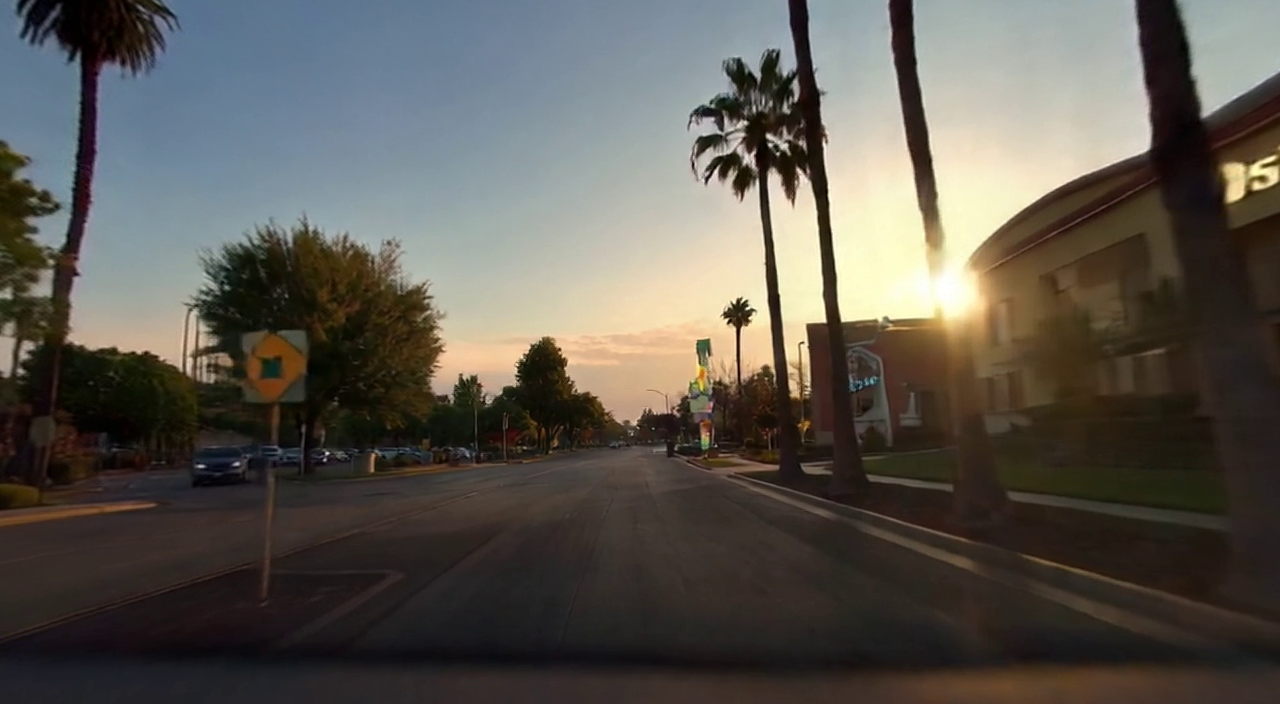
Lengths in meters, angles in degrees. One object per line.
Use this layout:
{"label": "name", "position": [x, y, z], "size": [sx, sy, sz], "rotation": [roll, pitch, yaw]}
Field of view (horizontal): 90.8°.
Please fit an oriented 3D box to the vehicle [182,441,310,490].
{"label": "vehicle", "position": [-16.480, 4.699, 26.440], "size": [4.651, 1.863, 2.174], "rotation": [-4, -10, 24]}
